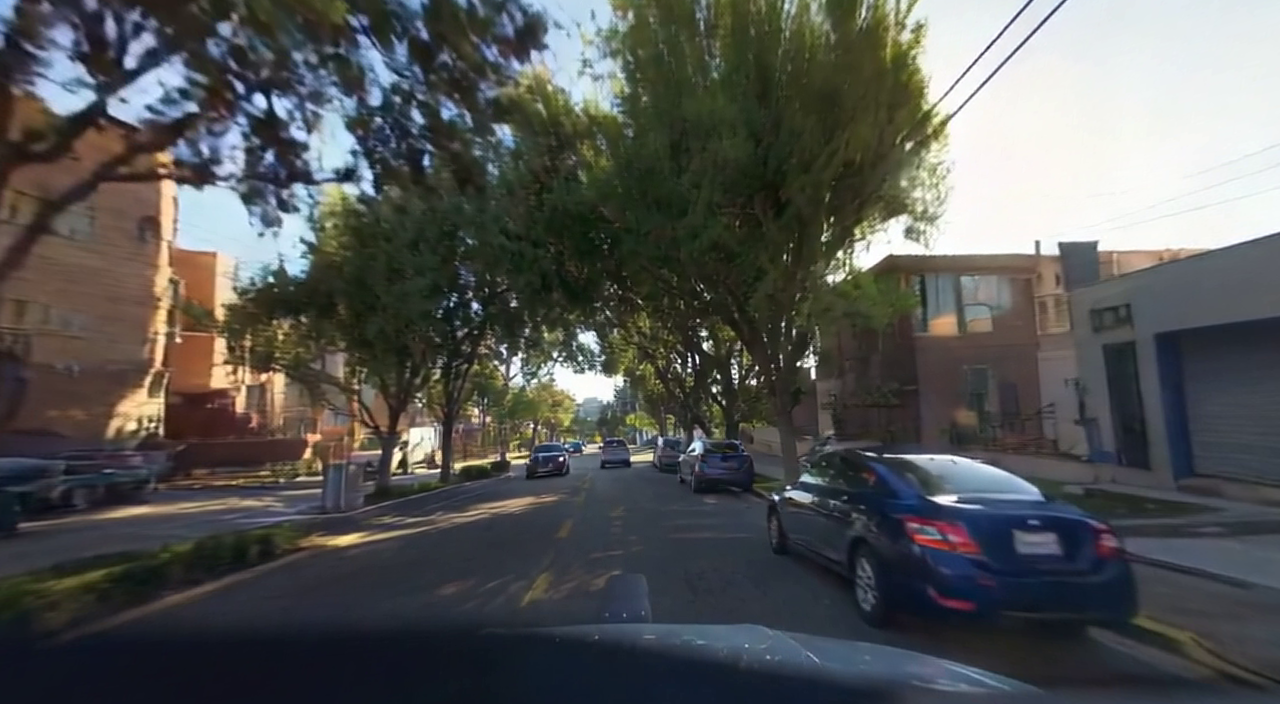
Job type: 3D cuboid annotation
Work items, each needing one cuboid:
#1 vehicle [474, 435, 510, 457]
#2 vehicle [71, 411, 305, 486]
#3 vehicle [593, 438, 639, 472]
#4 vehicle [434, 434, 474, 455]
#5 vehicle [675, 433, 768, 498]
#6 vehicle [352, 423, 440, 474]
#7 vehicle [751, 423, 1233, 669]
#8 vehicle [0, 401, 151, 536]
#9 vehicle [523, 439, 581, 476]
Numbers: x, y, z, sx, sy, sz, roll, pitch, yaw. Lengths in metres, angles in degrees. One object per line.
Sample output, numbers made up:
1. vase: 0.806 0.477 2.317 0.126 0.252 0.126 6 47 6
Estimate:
1. vehicle: -10.838 6.903 46.306 1.948 1.543 3.829 1 -8 -4
2. vehicle: -11.310 2.449 16.044 4.356 1.761 1.963 1 -8 -2
3. vehicle: -1.163 4.896 30.237 2.095 1.510 3.605 1 -8 -3
4. vehicle: -13.573 6.779 46.182 1.882 1.488 3.998 1 -8 -3
5. vehicle: 2.094 3.071 17.351 1.861 1.558 3.823 1 -8 -3
6. vehicle: -9.604 3.779 25.197 2.010 1.747 4.266 0 -5 -3
7. vehicle: 2.587 1.523 6.124 2.086 1.498 4.280 1 -8 -2
8. vehicle: -9.004 1.504 8.418 1.845 1.687 4.009 0 -5 -3
9. vehicle: -3.705 4.509 27.153 1.955 1.463 4.323 0 -8 -1
